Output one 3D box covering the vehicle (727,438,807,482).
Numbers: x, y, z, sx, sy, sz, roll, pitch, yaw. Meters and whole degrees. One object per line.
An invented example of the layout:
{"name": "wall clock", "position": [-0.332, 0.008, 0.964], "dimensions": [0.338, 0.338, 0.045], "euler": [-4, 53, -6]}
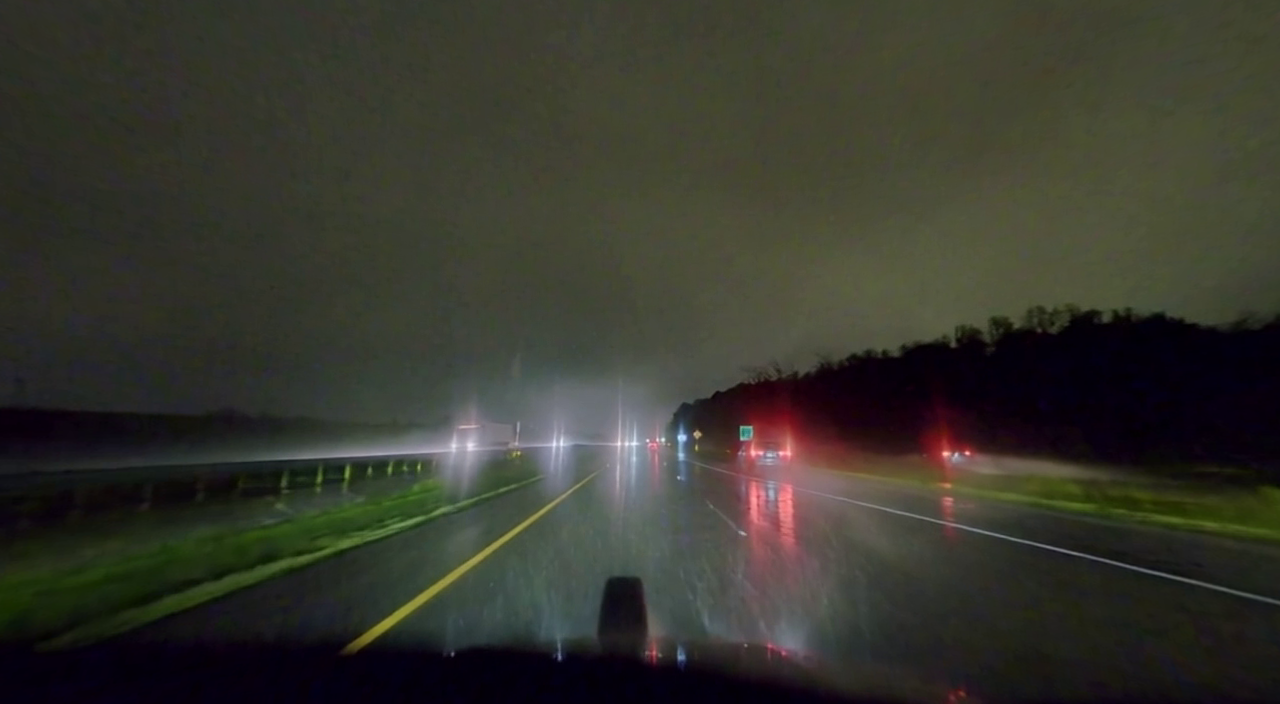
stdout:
{"name": "vehicle", "position": [4.633, 4.010, 23.651], "dimensions": [2.012, 1.476, 4.256], "euler": [0, -8, -1]}
